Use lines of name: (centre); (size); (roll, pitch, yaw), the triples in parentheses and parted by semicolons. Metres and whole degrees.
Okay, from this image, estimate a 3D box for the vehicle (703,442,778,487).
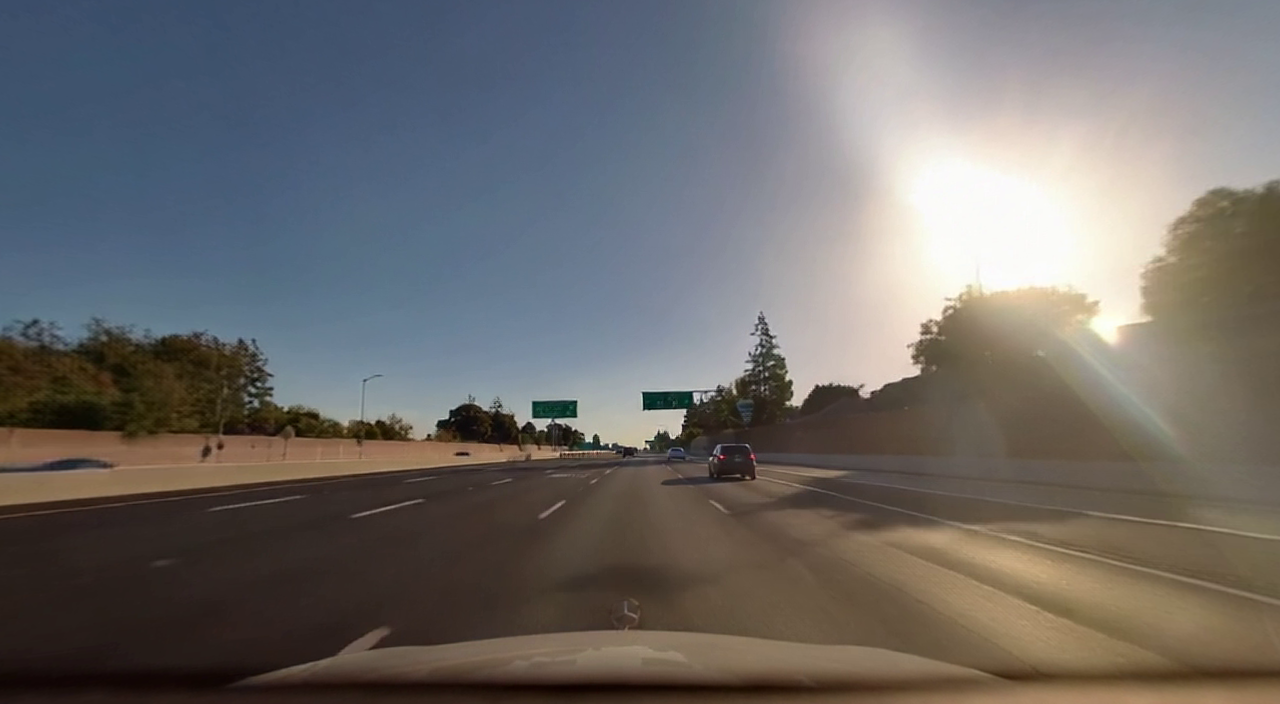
vehicle: (3.596, 4.128, 23.481); (2.033, 1.501, 4.398); (0, -9, -1)
